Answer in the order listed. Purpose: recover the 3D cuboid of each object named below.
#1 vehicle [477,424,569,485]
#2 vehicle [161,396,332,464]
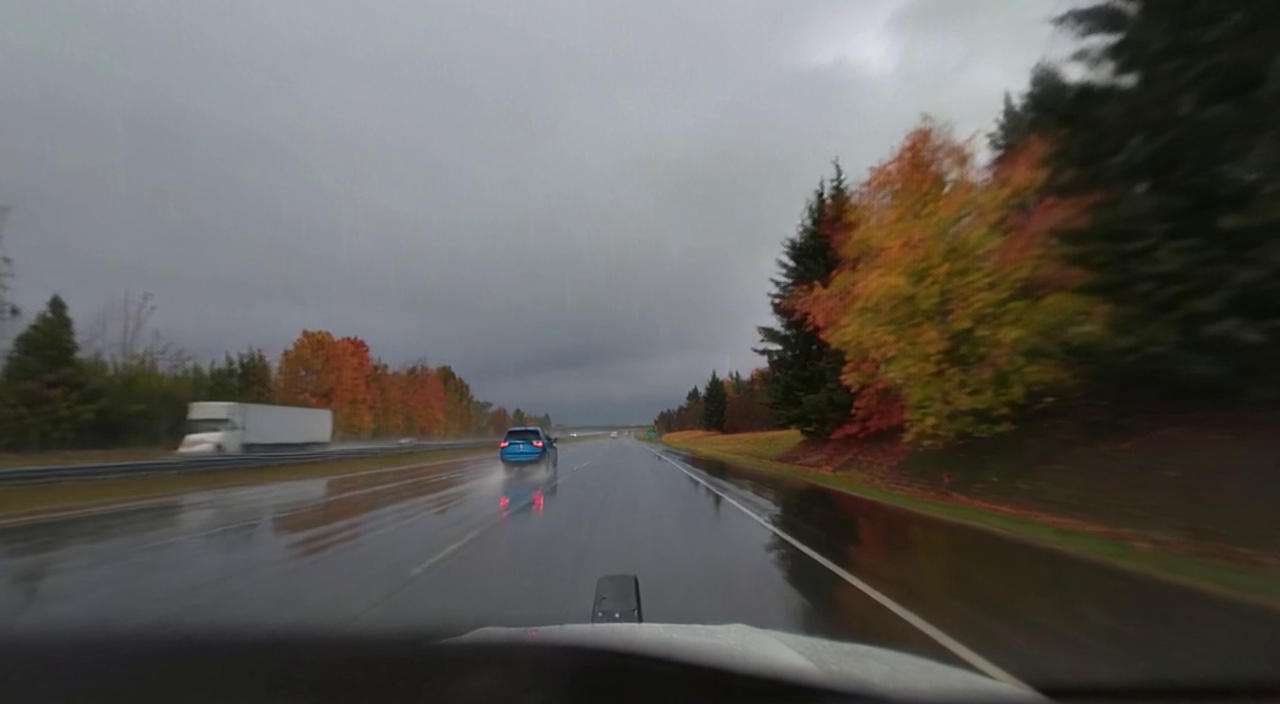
[{"bbox_3d":[-3.542,3.183,19.898,2.057,1.666,4.552,0,-8,0],"label":"vehicle"},{"bbox_3d":[-26.356,5.509,43.726,2.855,3.931,14.552,0,-8,-1],"label":"vehicle"}]
